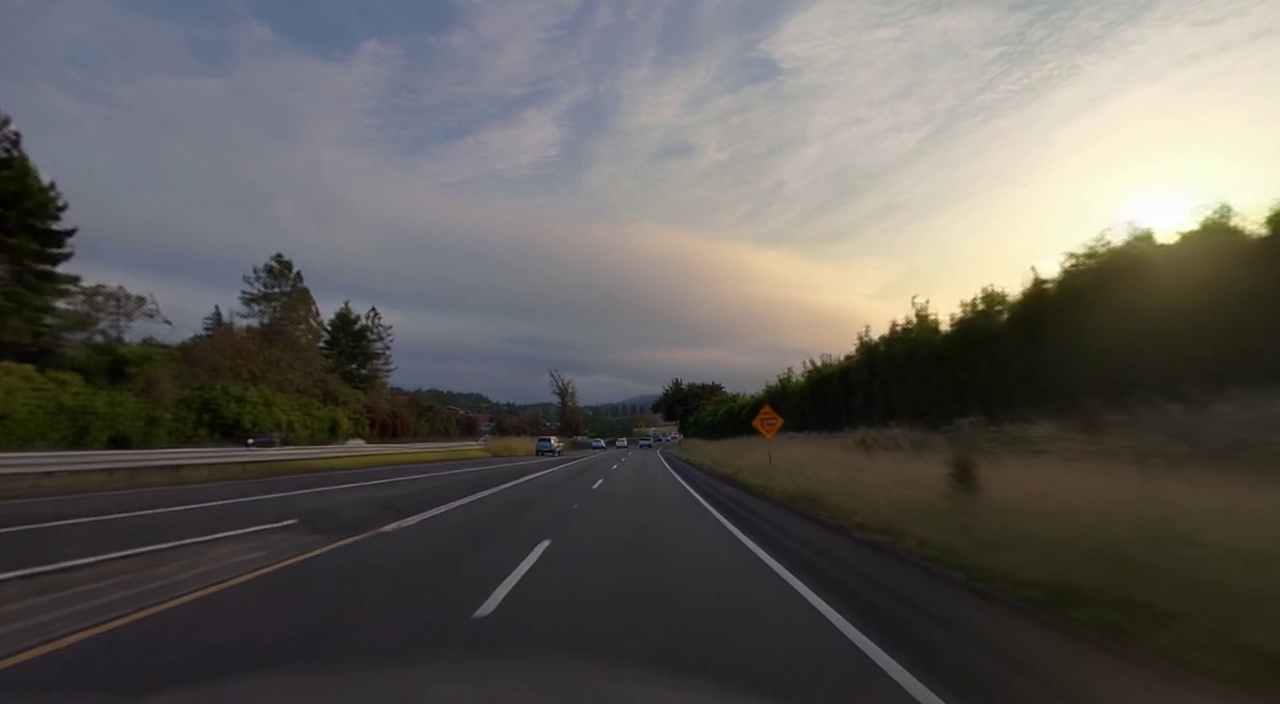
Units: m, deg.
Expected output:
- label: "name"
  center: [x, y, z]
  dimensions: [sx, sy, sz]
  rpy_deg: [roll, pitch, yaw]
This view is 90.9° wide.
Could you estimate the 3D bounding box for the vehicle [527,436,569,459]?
- label: "vehicle"
  center: [-6.758, 7.037, 46.700]
  dimensions: [2.141, 1.612, 3.998]
  rpy_deg: [-1, -8, 6]
